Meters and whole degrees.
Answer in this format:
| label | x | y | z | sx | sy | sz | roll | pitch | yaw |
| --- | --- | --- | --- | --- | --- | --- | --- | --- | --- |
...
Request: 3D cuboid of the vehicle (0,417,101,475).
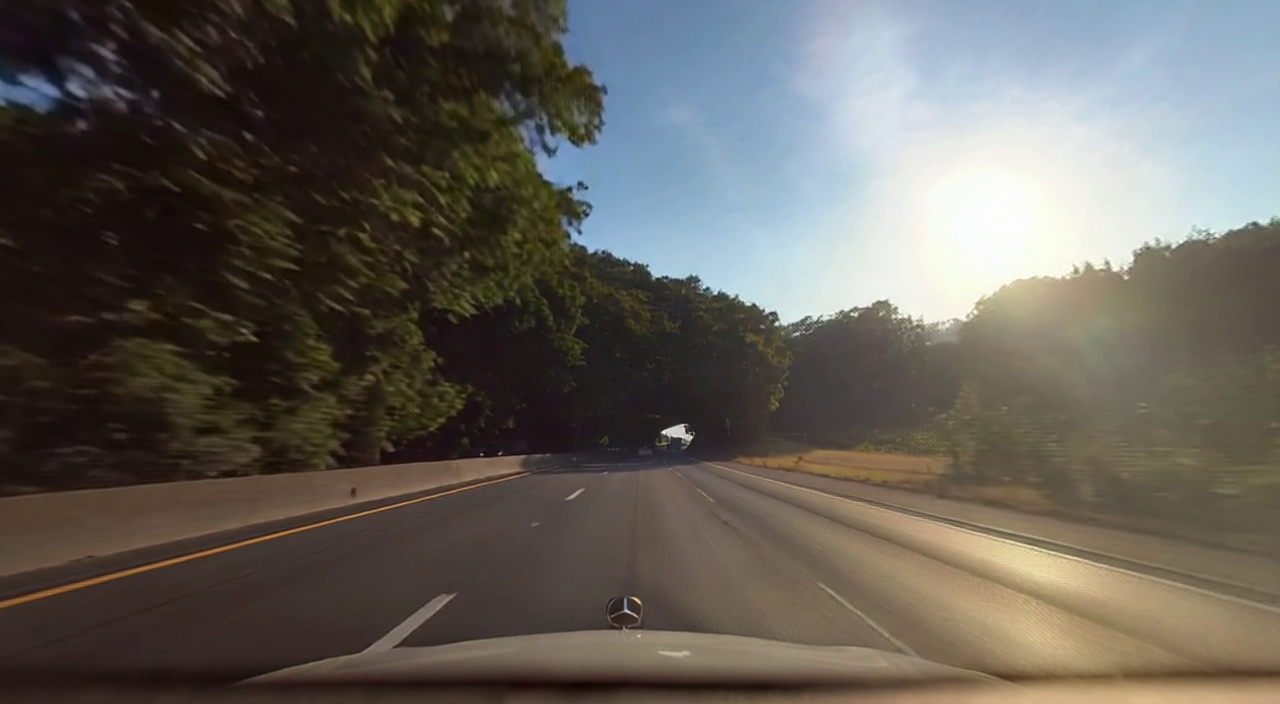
| label | x | y | z | sx | sy | sz | roll | pitch | yaw |
| --- | --- | --- | --- | --- | --- | --- | --- | --- | --- |
| vehicle | -44.558 | 6.905 | 45.586 | 2.822 | 3.748 | 12.930 | 2 | -9 | -14 |
